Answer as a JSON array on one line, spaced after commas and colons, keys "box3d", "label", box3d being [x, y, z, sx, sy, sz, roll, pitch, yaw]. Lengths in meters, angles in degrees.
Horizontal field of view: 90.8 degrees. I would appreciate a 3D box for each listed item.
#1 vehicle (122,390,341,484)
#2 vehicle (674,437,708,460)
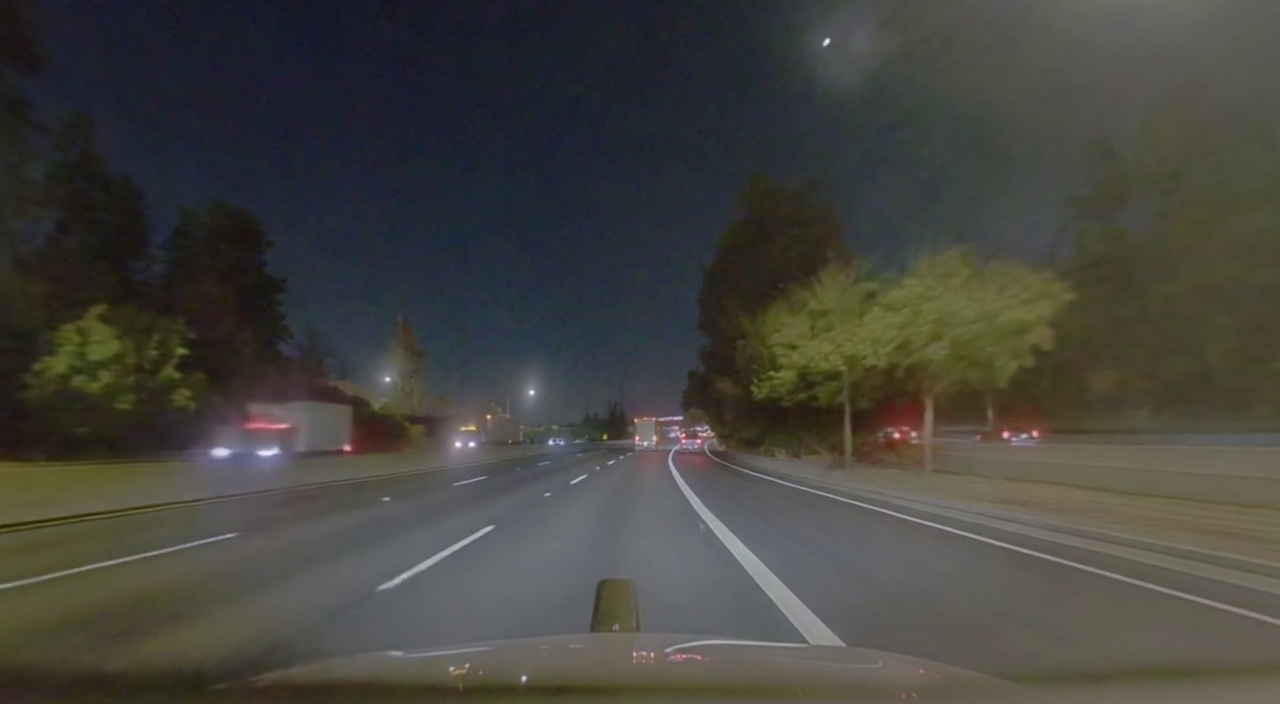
[{"box3d": [-12.093, 2.640, 19.608, 2.324, 2.410, 6.566, 0, -8, 1], "label": "vehicle"}, {"box3d": [3.535, 6.753, 44.355, 2.069, 1.476, 4.197, 0, -8, 0], "label": "vehicle"}]
